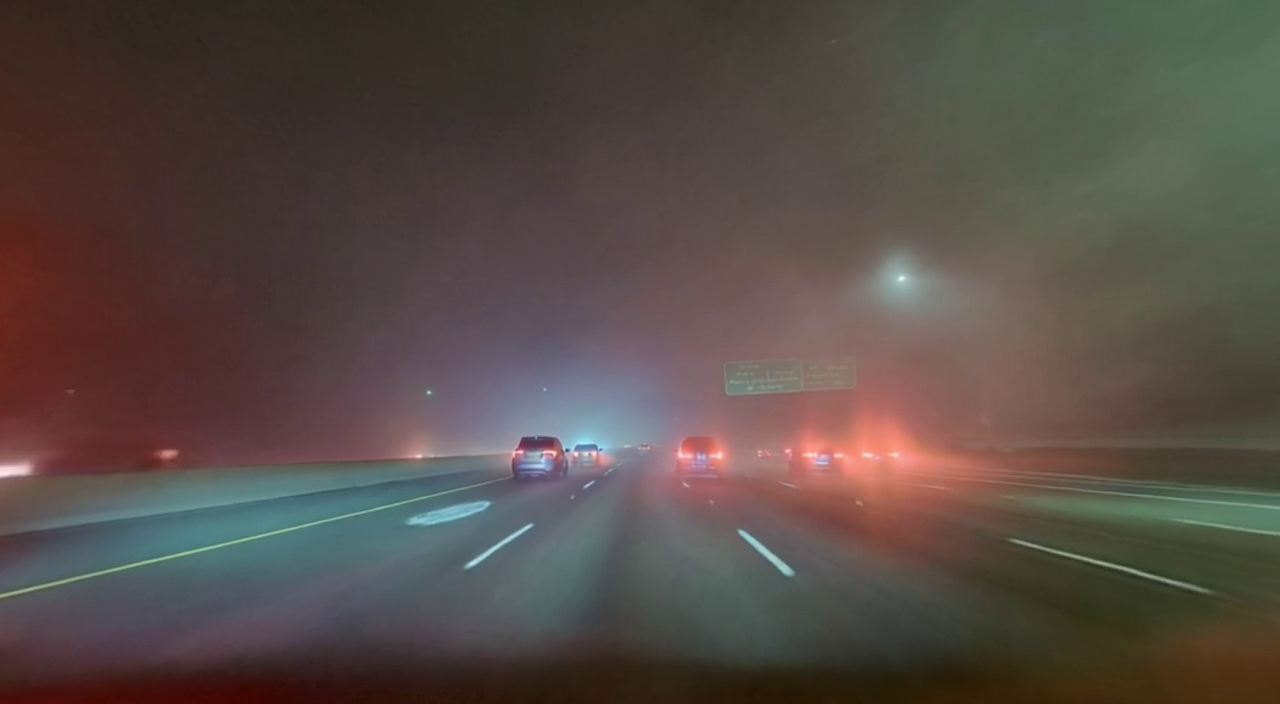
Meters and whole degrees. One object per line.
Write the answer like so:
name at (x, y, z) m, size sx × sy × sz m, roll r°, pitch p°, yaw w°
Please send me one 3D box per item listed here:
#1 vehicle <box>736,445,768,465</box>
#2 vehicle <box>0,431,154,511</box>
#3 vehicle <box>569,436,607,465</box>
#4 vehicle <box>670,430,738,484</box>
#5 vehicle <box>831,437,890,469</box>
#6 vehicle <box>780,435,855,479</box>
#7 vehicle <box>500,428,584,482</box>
vehicle at (8.429, 7.779, 47.739) m, size 1.815 × 1.479 × 3.892 m, roll 0°, pitch -9°, yaw 1°
vehicle at (-13.785, 2.610, 14.139) m, size 1.960 × 1.588 × 4.540 m, roll 0°, pitch -9°, yaw 2°
vehicle at (-3.892, 7.524, 48.360) m, size 2.317 × 2.049 × 5.746 m, roll 0°, pitch -9°, yaw 1°
vehicle at (2.162, 3.714, 22.524) m, size 2.181 × 1.728 × 3.970 m, roll 0°, pitch -9°, yaw 2°
vehicle at (13.133, 6.066, 37.806) m, size 2.010 × 1.765 × 4.375 m, roll 0°, pitch -9°, yaw 2°
vehicle at (7.467, 4.443, 26.916) m, size 2.022 × 1.682 × 4.226 m, roll 0°, pitch -9°, yaw 1°
vehicle at (-3.512, 3.826, 23.515) m, size 2.199 × 1.777 × 4.790 m, roll 0°, pitch -9°, yaw 2°
